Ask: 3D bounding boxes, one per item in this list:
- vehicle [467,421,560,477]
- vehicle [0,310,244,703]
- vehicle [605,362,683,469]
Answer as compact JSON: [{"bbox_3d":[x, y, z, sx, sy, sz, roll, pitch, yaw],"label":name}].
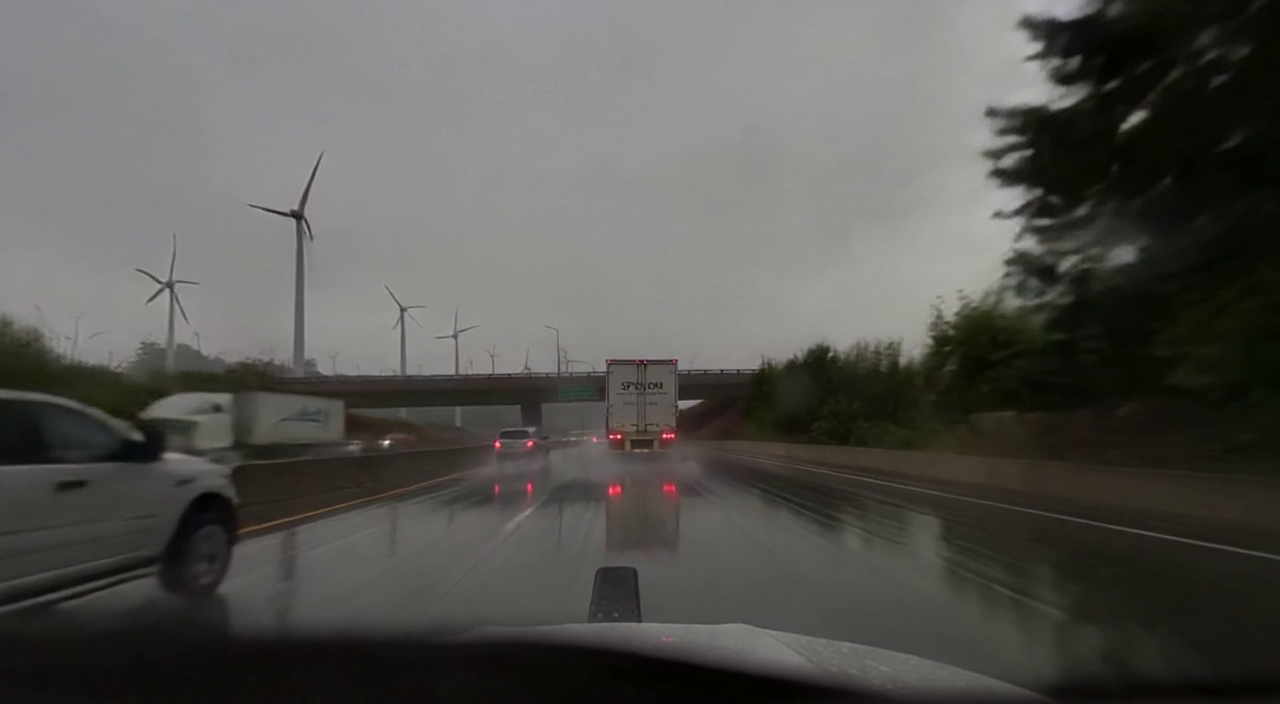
[{"bbox_3d":[-4.153,3.279,21.661,2.167,1.686,4.946,0,-8,0],"label":"vehicle"},{"bbox_3d":[-4.014,0.643,2.231,2.283,1.814,4.568,0,-8,-1],"label":"vehicle"},{"bbox_3d":[0.007,3.179,29.820,2.906,3.990,12.551,0,-8,-1],"label":"vehicle"}]
